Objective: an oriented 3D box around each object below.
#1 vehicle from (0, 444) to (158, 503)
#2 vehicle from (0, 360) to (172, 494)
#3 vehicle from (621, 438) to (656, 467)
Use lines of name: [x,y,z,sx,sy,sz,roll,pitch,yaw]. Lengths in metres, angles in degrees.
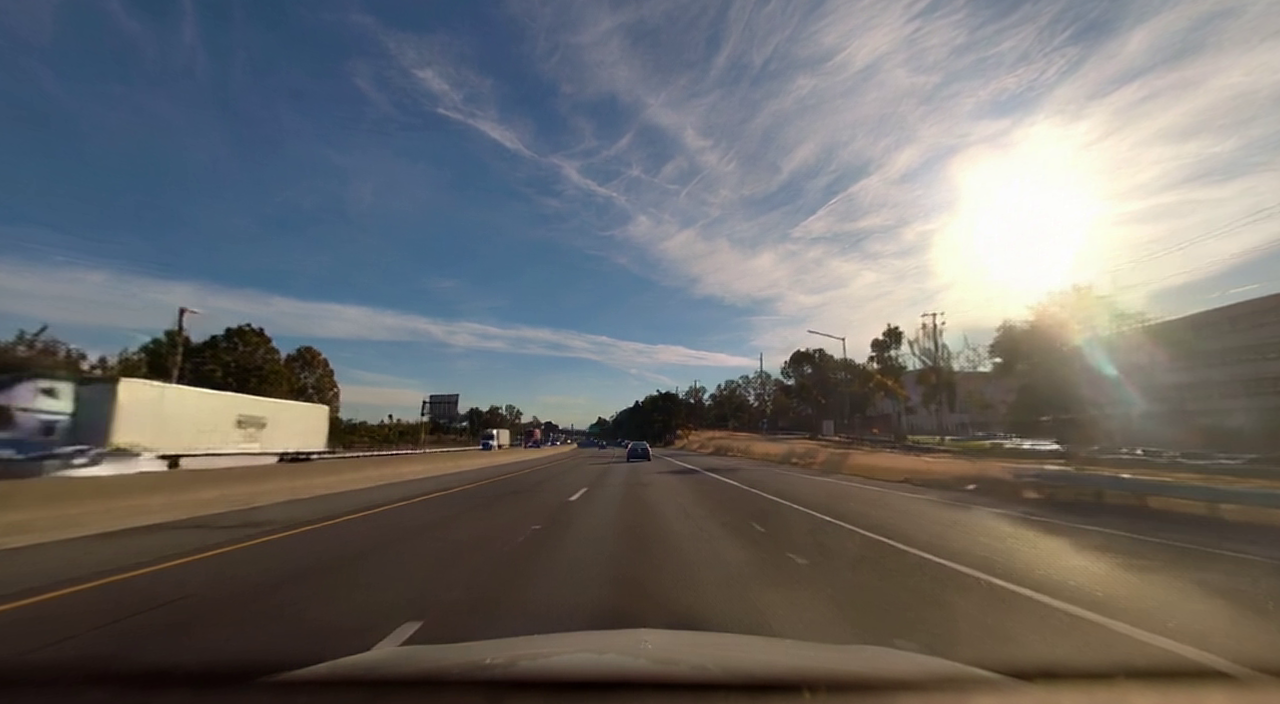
vehicle: [-17.206,3.504,18.659,1.988,1.500,4.746,0,-8,0]
vehicle: [-21.157,2.701,21.889,3.030,4.070,8.415,0,-8,0]
vehicle: [-0.128,6.208,38.965,2.029,1.666,4.064,0,-8,-1]
